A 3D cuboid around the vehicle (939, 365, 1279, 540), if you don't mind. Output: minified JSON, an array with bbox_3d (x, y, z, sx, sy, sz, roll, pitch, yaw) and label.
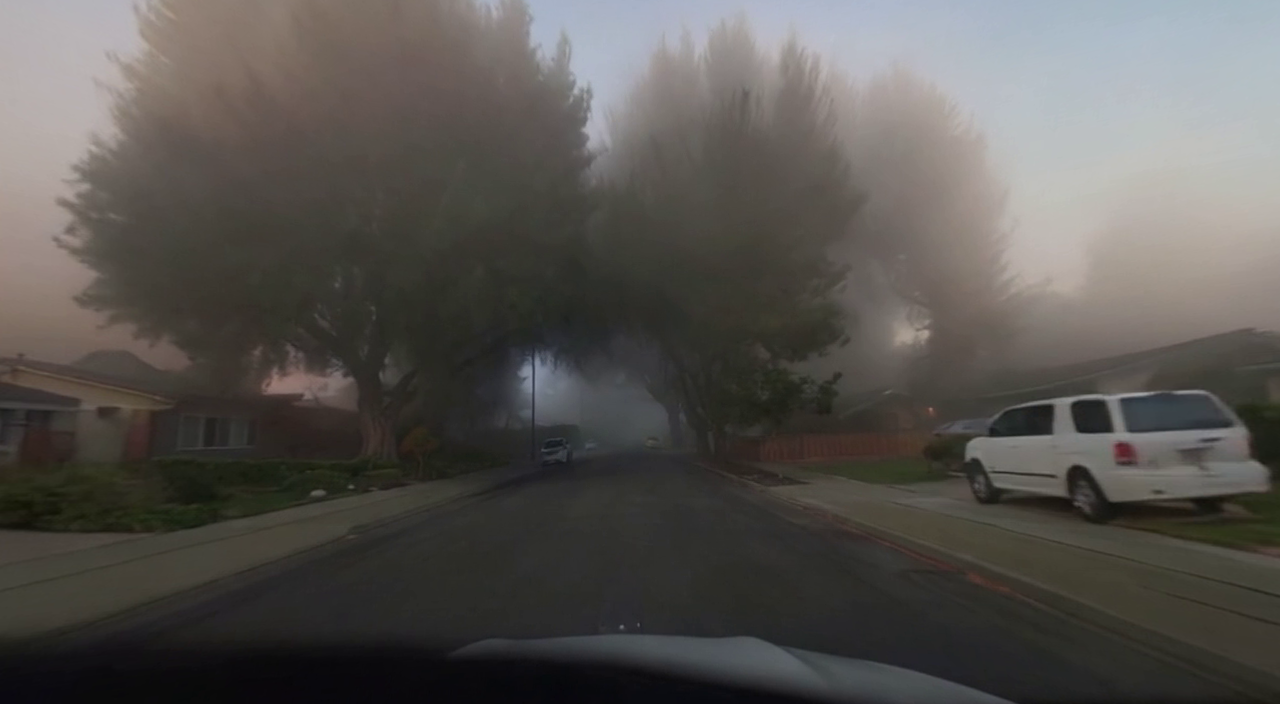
[{"bbox_3d":[7.016,1.468,9.764,2.233,1.923,4.848,-3,-8,-1],"label":"vehicle"}]
